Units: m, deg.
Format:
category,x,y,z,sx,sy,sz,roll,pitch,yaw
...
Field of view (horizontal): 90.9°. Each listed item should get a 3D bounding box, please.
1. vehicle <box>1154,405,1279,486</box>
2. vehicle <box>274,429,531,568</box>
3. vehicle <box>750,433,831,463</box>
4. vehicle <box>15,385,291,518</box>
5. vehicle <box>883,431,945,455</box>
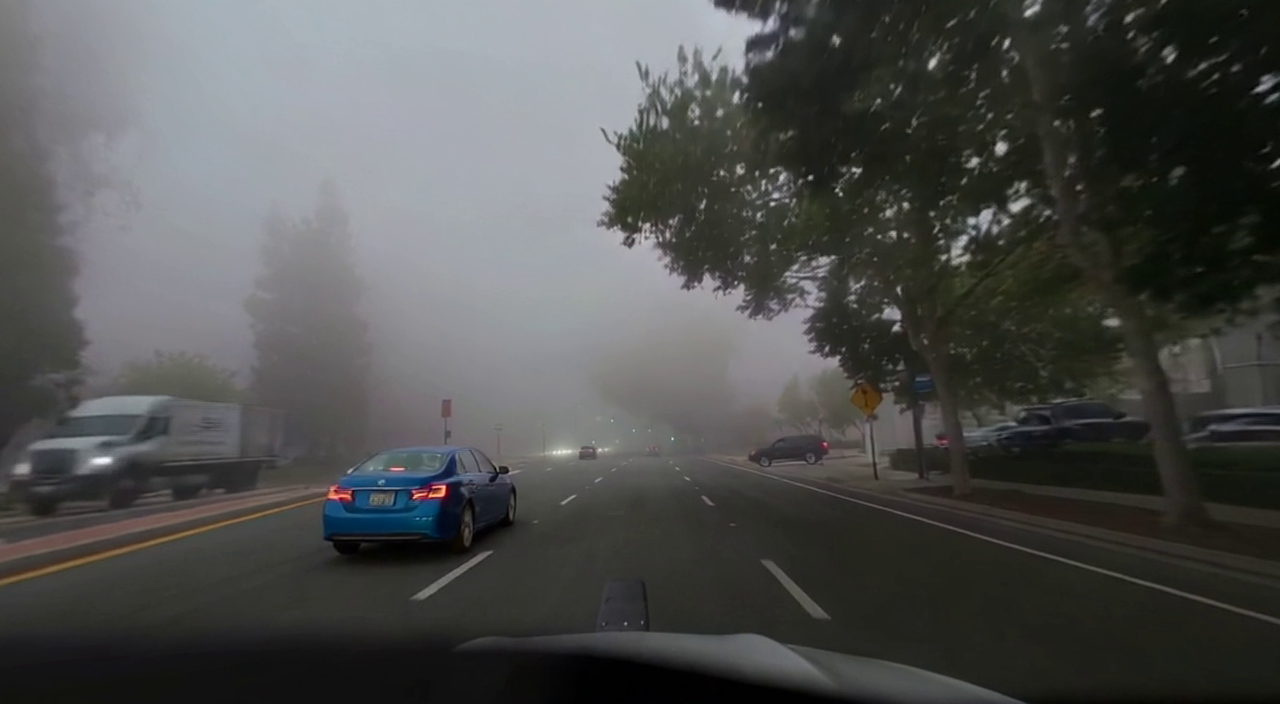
category,x,y,z,sx,sy,sz,roll,pitch,yaw
vehicle,13.310,1.858,12.631,4.133,1.466,2.103,0,-9,0
vehicle,-2.978,1.932,9.128,1.924,1.480,4.421,-1,-8,1
vehicle,8.892,5.691,37.461,4.511,1.720,2.131,-2,-8,11
vehicle,-14.758,3.131,20.170,2.826,3.446,7.237,-1,-9,1
vehicle,17.565,5.875,40.616,1.966,1.451,4.297,0,-9,-1
